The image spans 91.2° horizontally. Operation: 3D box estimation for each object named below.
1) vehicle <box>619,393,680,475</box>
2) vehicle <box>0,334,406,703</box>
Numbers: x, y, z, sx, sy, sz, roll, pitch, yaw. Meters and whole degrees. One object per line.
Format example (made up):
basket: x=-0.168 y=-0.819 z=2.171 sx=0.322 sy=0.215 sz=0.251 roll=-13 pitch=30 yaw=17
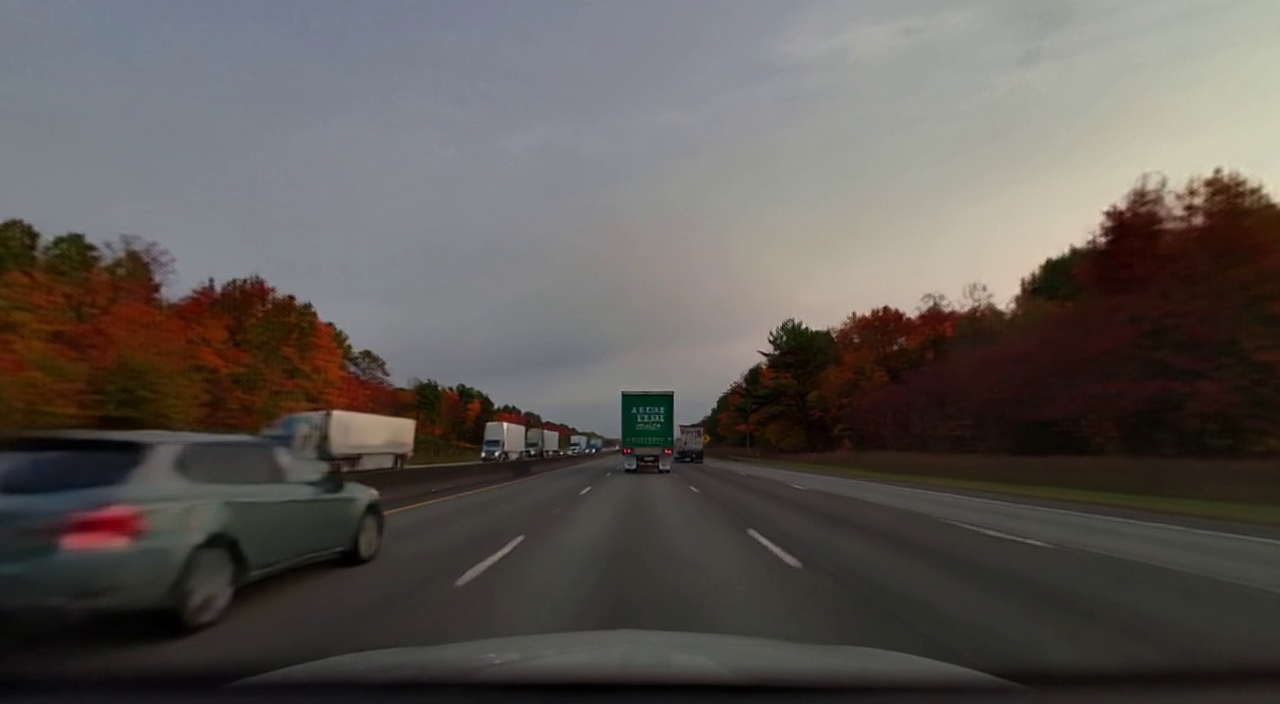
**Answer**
vehicle: x=0.465 y=4.892 z=36.679 sx=3.057 sy=4.073 sz=10.792 roll=0 pitch=-9 yaw=0
vehicle: x=-3.734 y=1.117 z=4.782 sx=2.097 sy=1.711 sz=4.594 roll=0 pitch=-9 yaw=0
